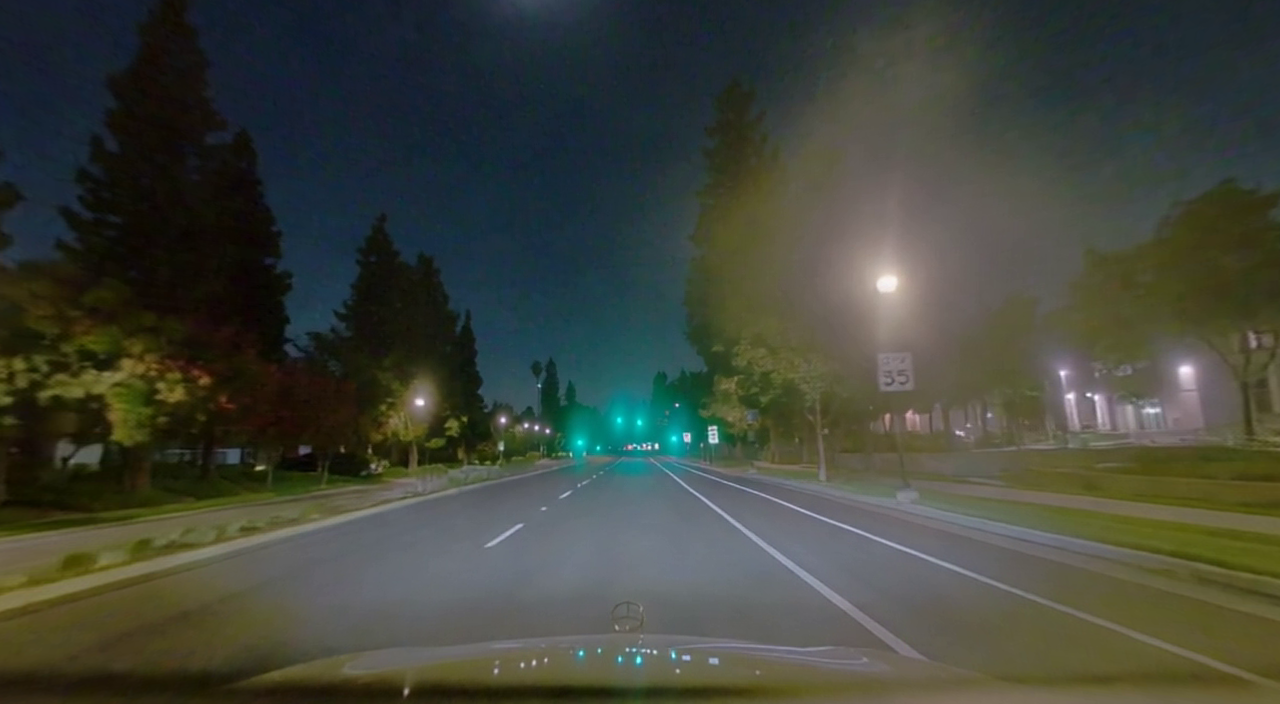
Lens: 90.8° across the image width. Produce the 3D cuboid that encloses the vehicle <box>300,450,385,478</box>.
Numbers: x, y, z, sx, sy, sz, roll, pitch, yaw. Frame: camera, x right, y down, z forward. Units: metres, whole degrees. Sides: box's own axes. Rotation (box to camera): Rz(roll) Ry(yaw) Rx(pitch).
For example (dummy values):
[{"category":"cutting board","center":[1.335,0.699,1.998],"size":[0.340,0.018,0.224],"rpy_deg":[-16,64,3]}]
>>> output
[{"category":"vehicle","center":[-20.830,7.843,44.392],"size":[4.849,1.899,2.063],"rpy_deg":[1,-9,-5]}]
